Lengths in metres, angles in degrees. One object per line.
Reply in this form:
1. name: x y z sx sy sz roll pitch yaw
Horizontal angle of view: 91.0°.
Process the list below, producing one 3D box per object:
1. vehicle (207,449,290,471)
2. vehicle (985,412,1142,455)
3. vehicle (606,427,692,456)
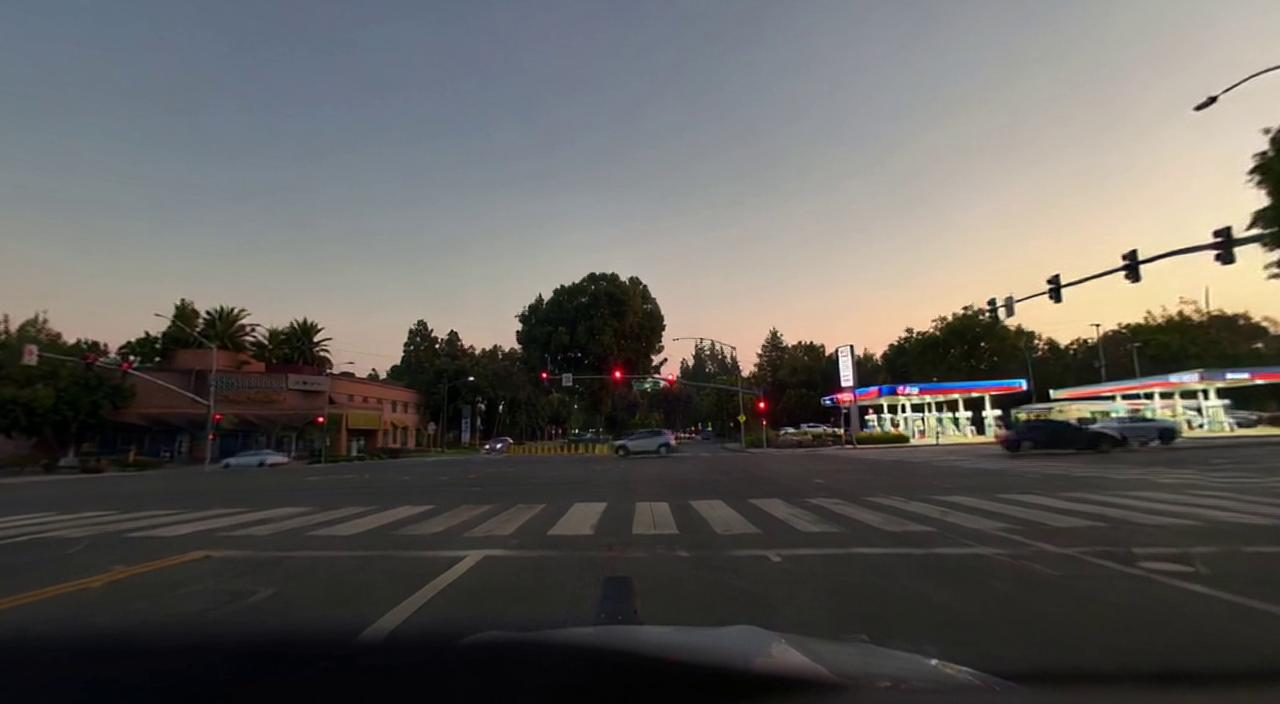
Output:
1. vehicle: -27.862 7.654 44.850 4.737 1.479 1.831 -1 -8 4
2. vehicle: 16.708 3.270 25.046 4.775 1.466 1.850 -2 -8 4
3. vehicle: 0.638 6.191 43.530 5.789 1.893 2.169 -1 -8 4
